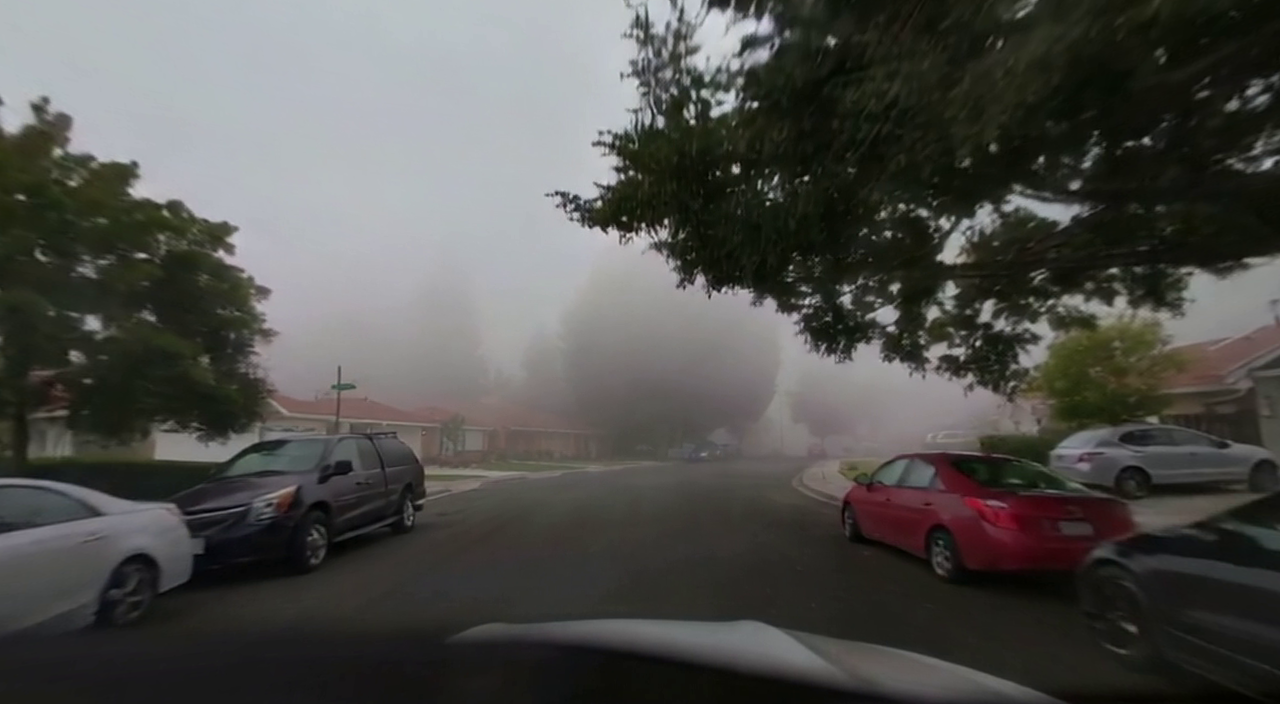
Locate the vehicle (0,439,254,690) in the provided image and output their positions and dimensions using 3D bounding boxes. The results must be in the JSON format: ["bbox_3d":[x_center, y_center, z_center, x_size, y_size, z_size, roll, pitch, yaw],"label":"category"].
[{"bbox_3d":[-4.765,1.289,3.740,1.925,1.468,5.089,-2,-9,-2],"label":"vehicle"}]

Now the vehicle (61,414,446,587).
[{"bbox_3d":[-4.909,1.959,9.336,2.409,1.815,5.093,0,-9,0],"label":"vehicle"}]

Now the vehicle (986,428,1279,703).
[{"bbox_3d":[3.760,1.043,2.564,1.946,1.484,4.654,0,-8,-2],"label":"vehicle"}]
